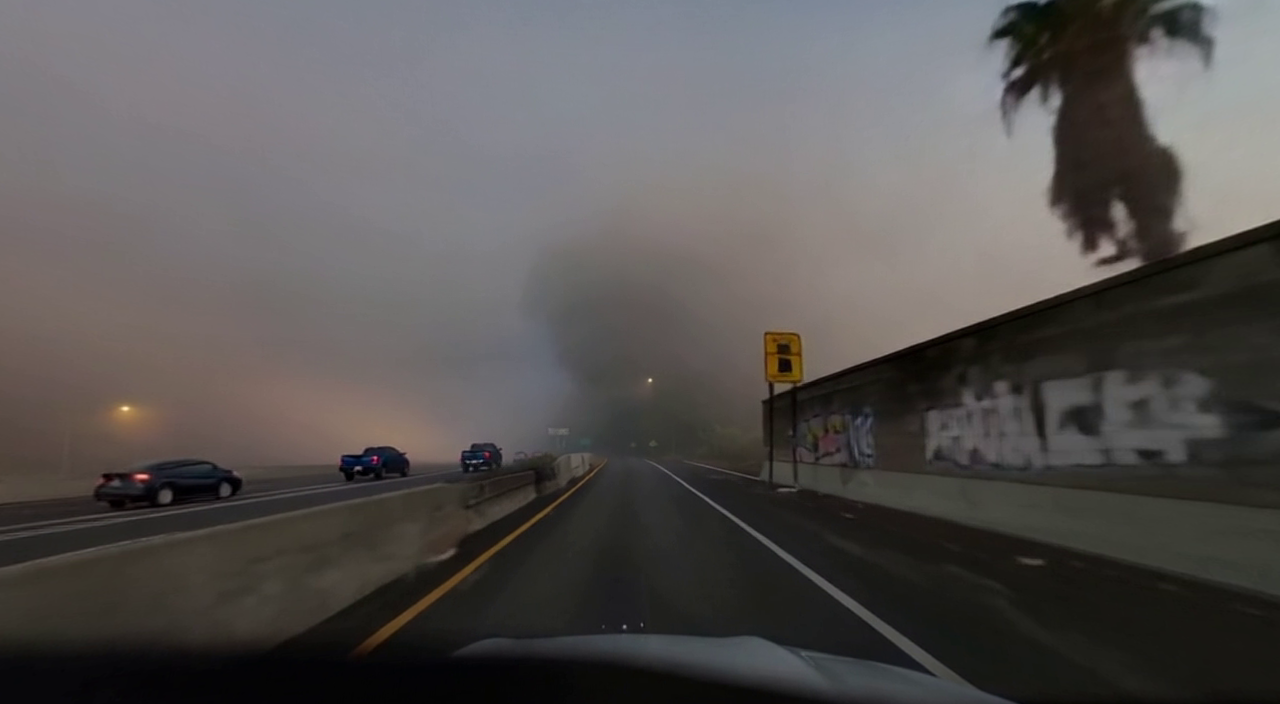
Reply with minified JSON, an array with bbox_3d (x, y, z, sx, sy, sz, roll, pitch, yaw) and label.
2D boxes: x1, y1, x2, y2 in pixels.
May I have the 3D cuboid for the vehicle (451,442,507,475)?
[{"bbox_3d":[-10.553,7.003,41.849,2.342,1.999,5.594,0,-9,-1],"label":"vehicle"}]

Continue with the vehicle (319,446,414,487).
[{"bbox_3d":[-14.009,5.872,32.851,2.272,1.882,5.941,-1,-9,0],"label":"vehicle"}]

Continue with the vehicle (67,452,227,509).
[{"bbox_3d":[-17.978,4.659,23.377,2.078,1.802,4.723,-1,-9,0],"label":"vehicle"}]
